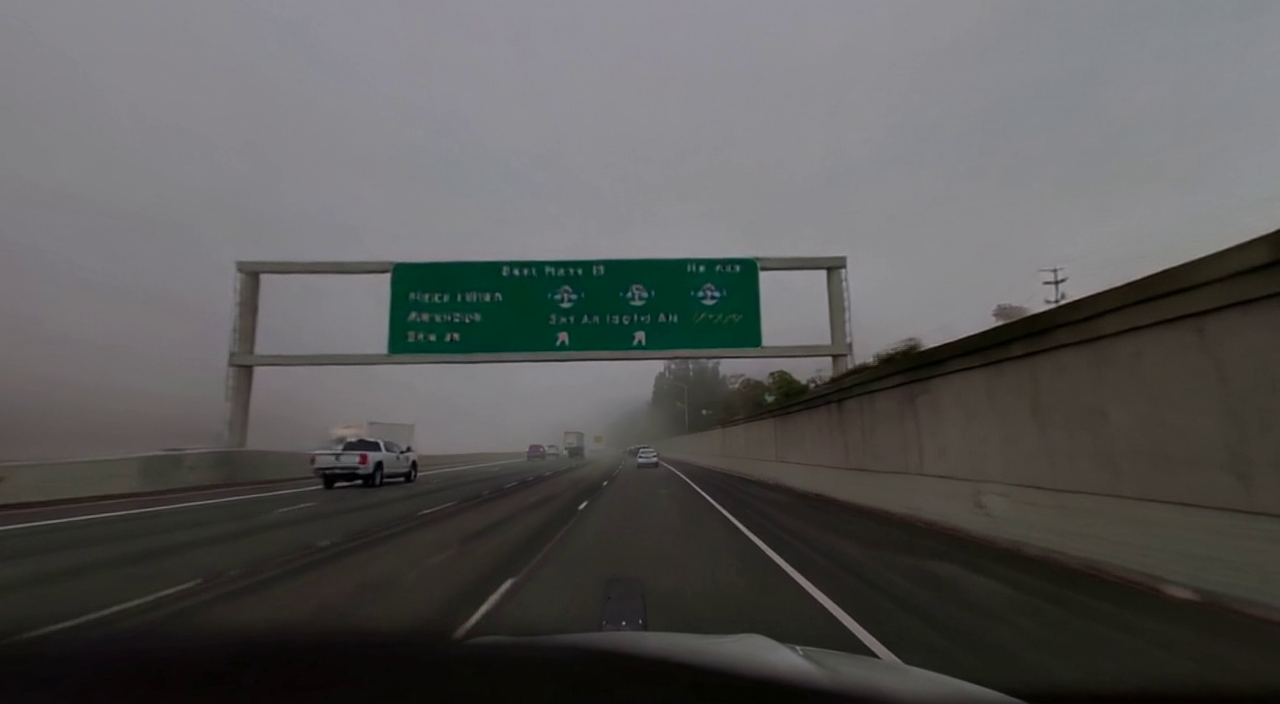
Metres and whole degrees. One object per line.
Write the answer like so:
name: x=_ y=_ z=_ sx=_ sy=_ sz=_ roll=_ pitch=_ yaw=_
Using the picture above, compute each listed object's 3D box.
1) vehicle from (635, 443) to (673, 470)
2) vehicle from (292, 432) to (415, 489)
vehicle: x=0.796 y=6.245 z=37.853 sx=2.137 sy=1.461 sz=3.999 roll=-1 pitch=-8 yaw=1
vehicle: x=-10.158 y=3.878 z=22.899 sx=2.246 sy=1.812 sz=4.740 roll=0 pitch=-8 yaw=-1
